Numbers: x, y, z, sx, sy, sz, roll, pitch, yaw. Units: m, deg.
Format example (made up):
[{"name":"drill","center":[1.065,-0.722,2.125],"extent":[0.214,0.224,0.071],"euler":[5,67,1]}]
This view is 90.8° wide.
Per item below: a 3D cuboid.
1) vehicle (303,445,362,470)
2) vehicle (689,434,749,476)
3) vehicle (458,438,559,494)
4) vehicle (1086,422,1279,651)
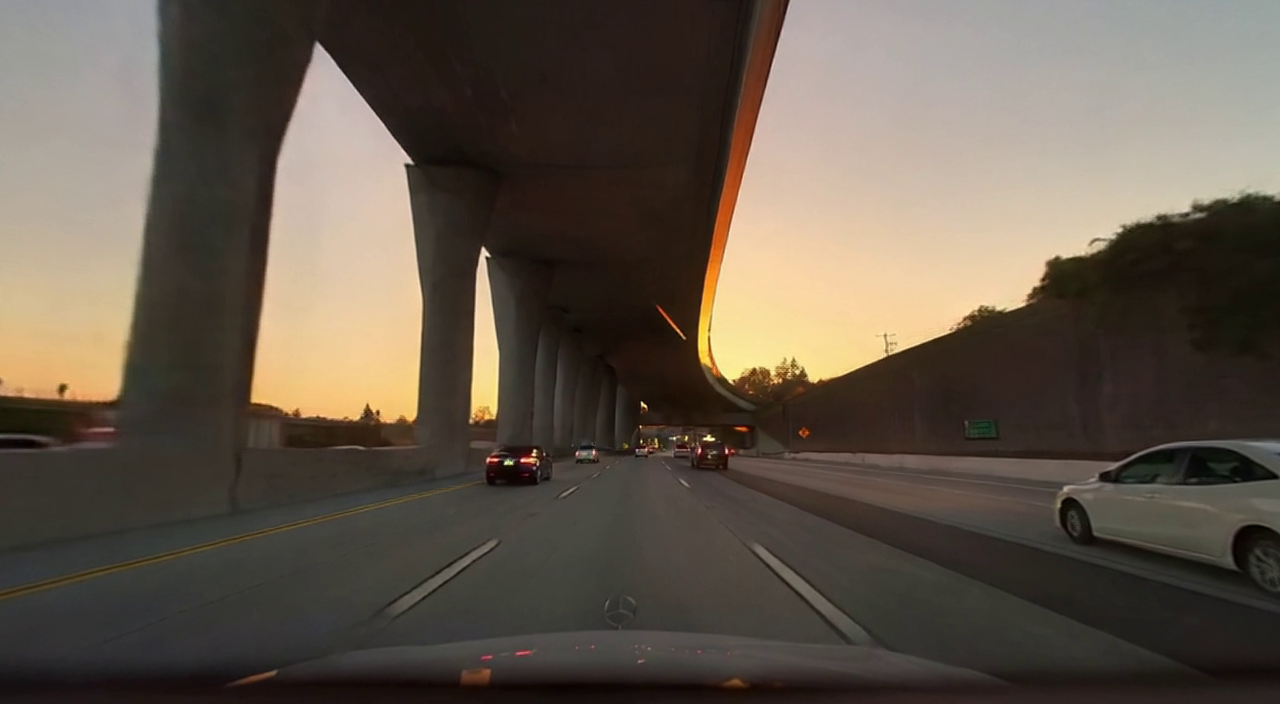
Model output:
[{"name":"vehicle","center":[-18.995,6.504,39.179],"extent":[1.827,1.458,4.088],"euler":[0,-8,-3]},{"name":"vehicle","center":[3.468,4.628,28.551],"extent":[2.072,1.761,4.242],"euler":[0,-8,-2]},{"name":"vehicle","center":[-3.868,3.442,19.462],"extent":[1.997,1.476,4.703],"euler":[0,-8,1]},{"name":"vehicle","center":[5.149,1.143,3.720],"extent":[1.989,1.472,4.322],"euler":[0,-8,2]}]
